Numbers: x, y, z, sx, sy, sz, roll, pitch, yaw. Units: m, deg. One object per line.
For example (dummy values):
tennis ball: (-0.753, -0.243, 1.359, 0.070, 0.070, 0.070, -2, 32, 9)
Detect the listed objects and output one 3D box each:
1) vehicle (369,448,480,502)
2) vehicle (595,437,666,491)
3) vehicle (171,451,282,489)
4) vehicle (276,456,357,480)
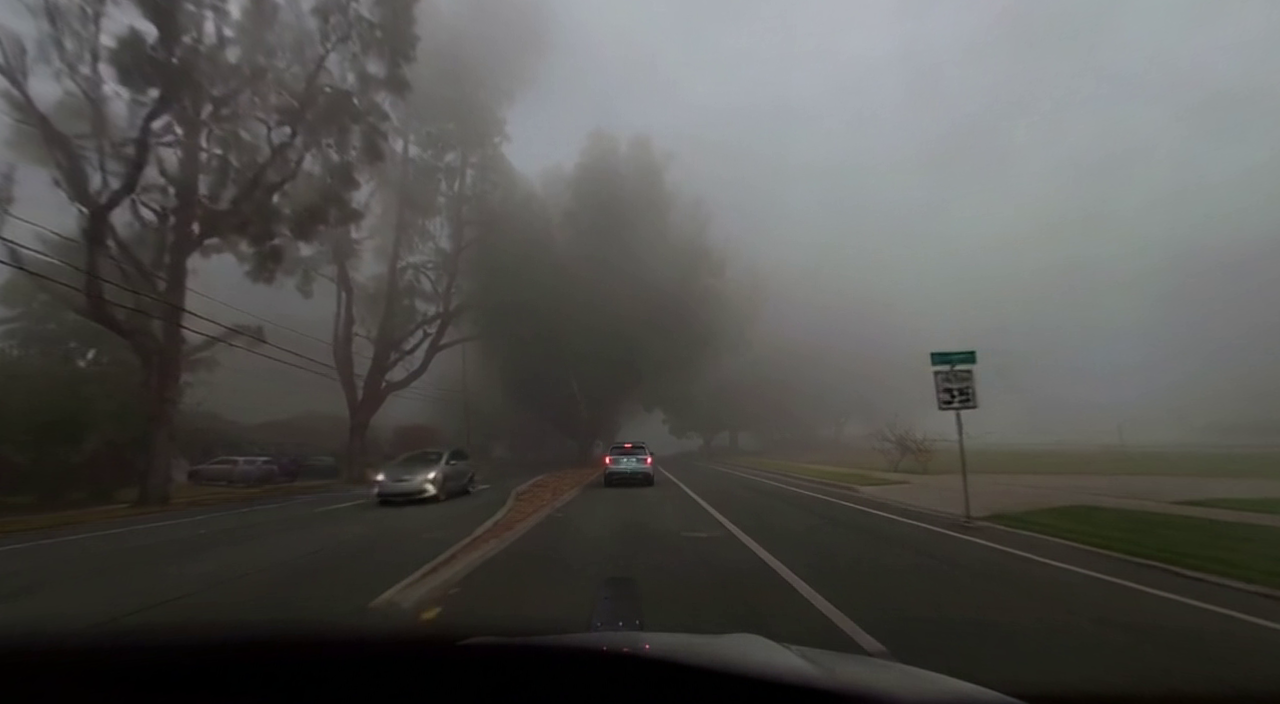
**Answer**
vehicle: (-6.582, 3.773, 19.891, 1.907, 1.471, 4.455, 0, -9, 0)
vehicle: (-0.272, 3.743, 21.432, 2.181, 1.639, 4.127, 0, -9, 1)
vehicle: (-21.614, 6.163, 33.168, 4.470, 1.917, 1.932, -1, -9, 3)
vehicle: (-21.609, 7.747, 42.299, 4.366, 1.526, 1.921, 0, -9, 0)
